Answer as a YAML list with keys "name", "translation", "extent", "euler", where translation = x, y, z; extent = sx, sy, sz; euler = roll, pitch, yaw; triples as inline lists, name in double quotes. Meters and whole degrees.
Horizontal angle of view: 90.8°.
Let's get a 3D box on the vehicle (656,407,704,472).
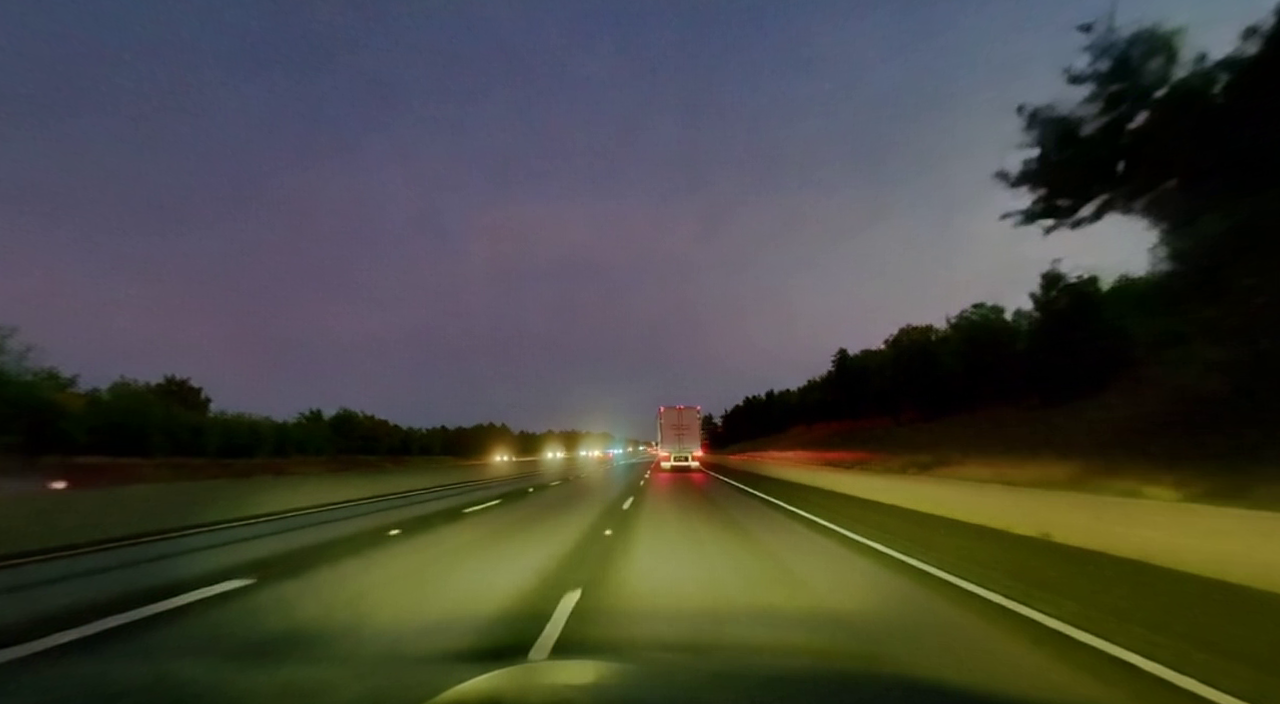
- name: "vehicle"
  translation: [2.713, 6.577, 46.555]
  extent: [2.901, 4.032, 14.338]
  euler: [0, -9, 2]
